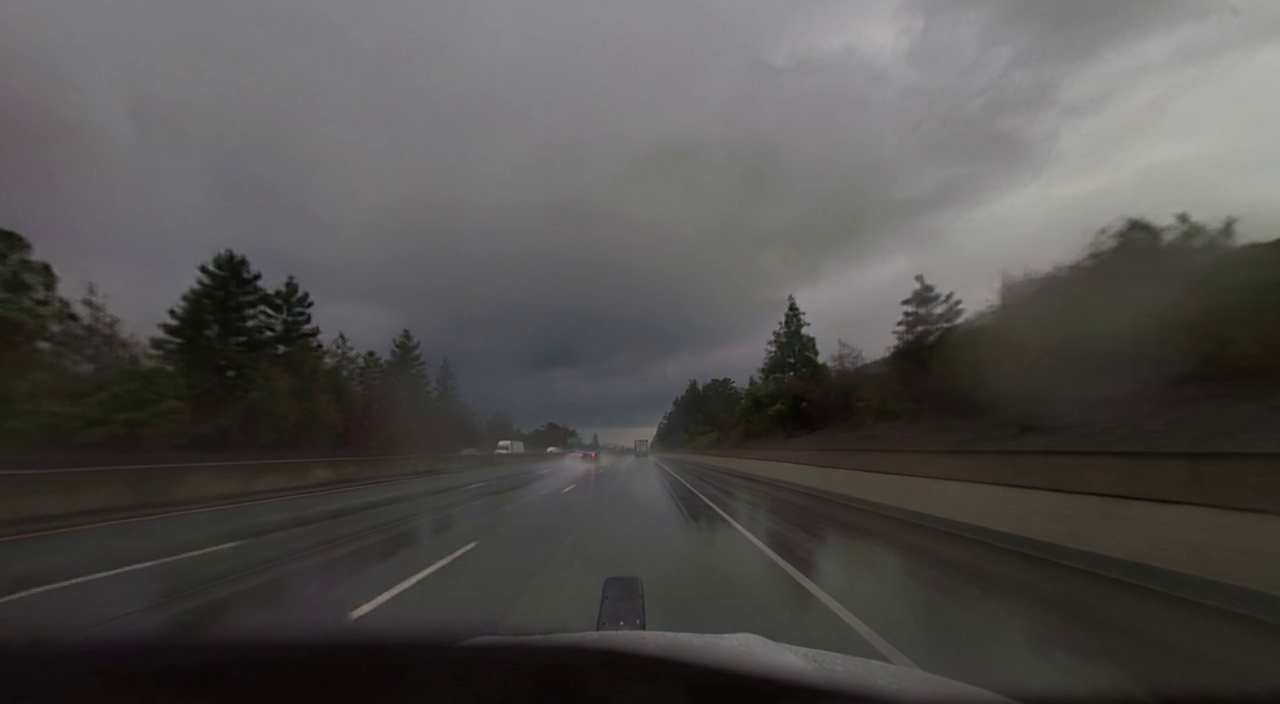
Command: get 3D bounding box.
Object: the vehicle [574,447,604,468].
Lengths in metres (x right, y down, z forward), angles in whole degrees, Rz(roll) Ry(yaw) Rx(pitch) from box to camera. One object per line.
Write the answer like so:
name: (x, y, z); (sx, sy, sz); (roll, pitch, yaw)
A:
vehicle: (-3.798, 7.905, 47.426); (1.893, 1.521, 3.742); (0, -9, 0)
